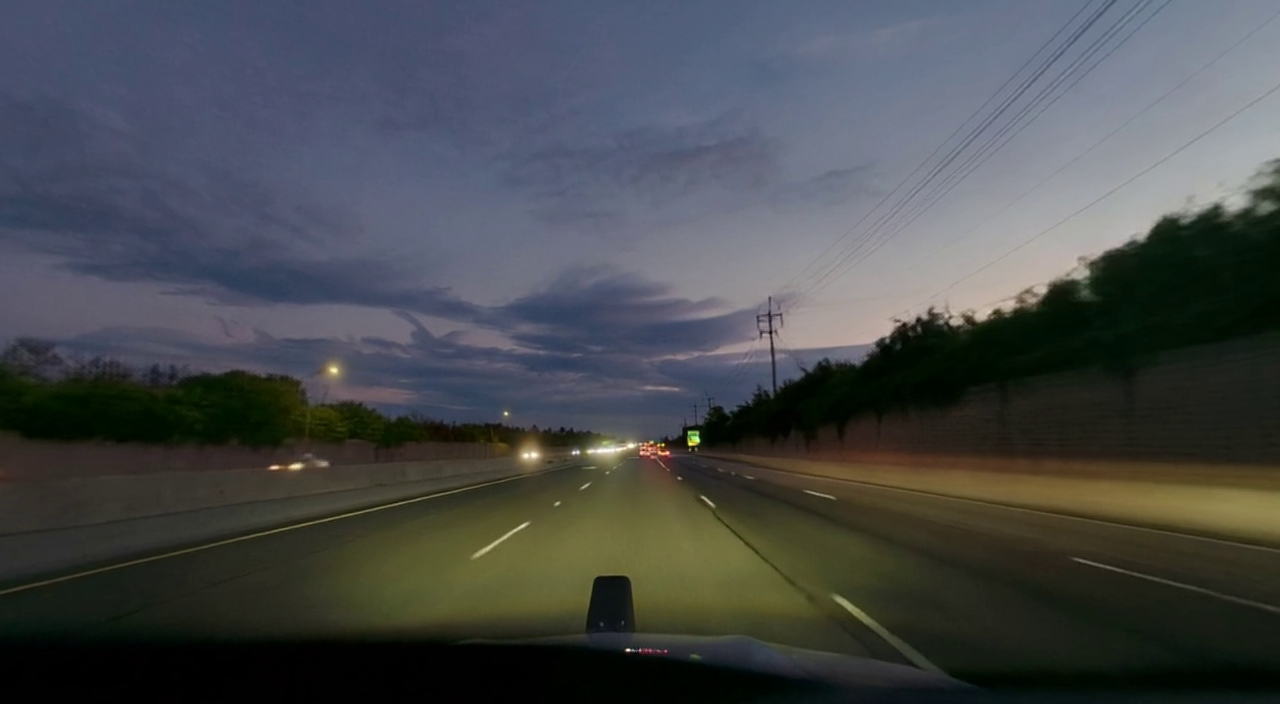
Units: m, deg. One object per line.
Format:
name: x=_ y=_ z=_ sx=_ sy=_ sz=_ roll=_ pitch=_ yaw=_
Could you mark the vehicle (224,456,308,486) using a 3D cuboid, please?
vehicle: x=-20.359 y=6.463 z=34.559 sx=1.831 sy=1.473 sz=4.526 roll=0 pitch=-9 yaw=-1
